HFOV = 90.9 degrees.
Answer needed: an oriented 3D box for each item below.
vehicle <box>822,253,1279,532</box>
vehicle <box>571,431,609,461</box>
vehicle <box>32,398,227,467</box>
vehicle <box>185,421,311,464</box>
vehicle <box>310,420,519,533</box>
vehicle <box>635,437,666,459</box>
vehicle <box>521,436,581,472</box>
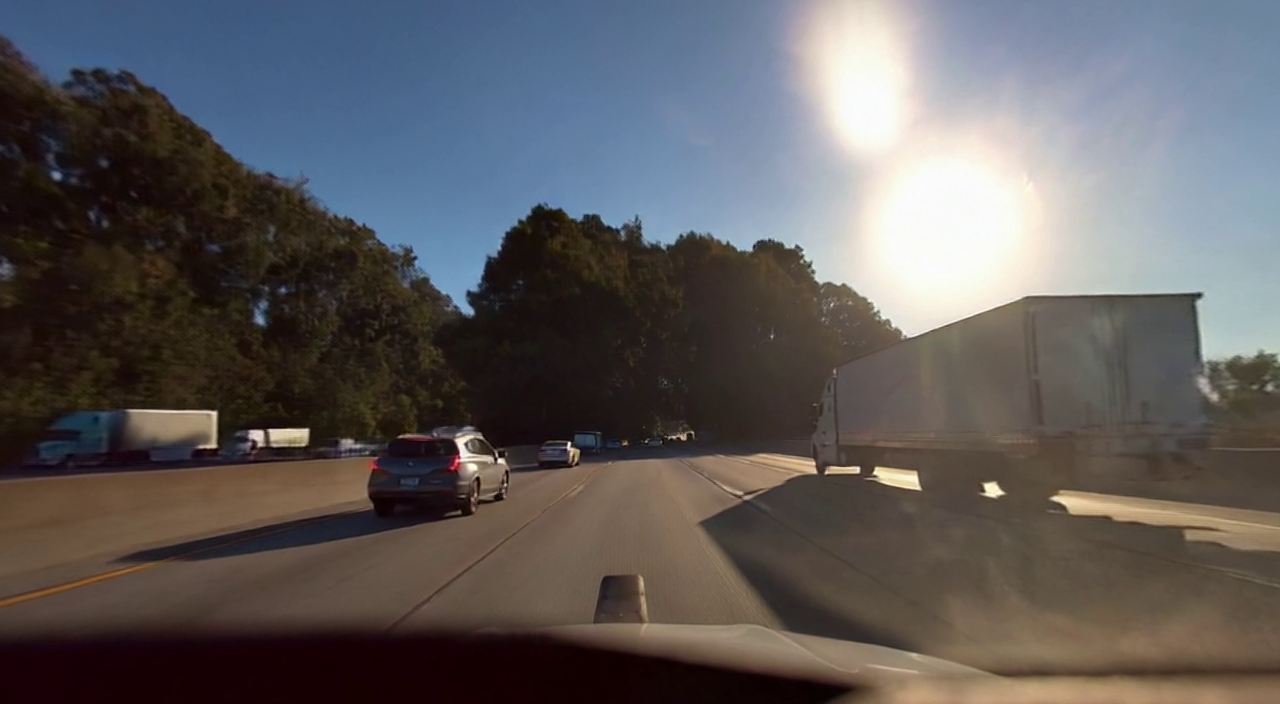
[{"bbox_3d":[8.275,1.472,16.240,2.866,4.100,14.057,0,-8,-1],"label":"vehicle"},{"bbox_3d":[-3.160,6.027,40.584,2.064,1.826,4.263,0,-8,1],"label":"vehicle"},{"bbox_3d":[-27.718,4.518,35.124,3.004,3.311,9.145,0,-8,2],"label":"vehicle"},{"bbox_3d":[-27.450,6.389,44.876,2.707,2.733,9.393,0,-8,2],"label":"vehicle"},{"bbox_3d":[-3.648,2.080,11.227,2.137,1.618,4.209,0,-8,0],"label":"vehicle"},{"bbox_3d":[0.701,6.557,43.224,2.004,1.465,3.842,0,-8,0],"label":"vehicle"},{"bbox_3d":[-3.871,4.487,28.105,2.013,1.460,4.027,0,-8,1],"label":"vehicle"}]
